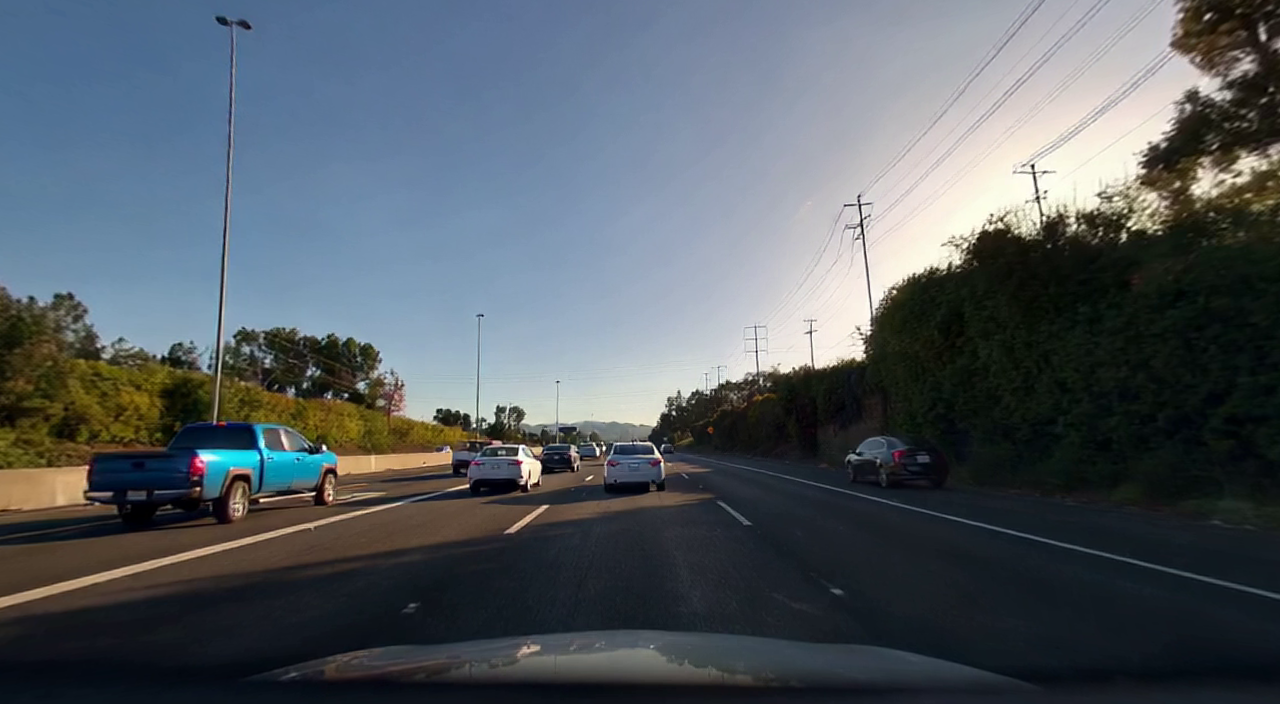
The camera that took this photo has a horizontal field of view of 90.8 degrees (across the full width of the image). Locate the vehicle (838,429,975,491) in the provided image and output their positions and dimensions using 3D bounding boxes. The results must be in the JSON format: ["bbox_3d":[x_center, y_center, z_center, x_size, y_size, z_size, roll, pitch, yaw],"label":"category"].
[{"bbox_3d":[8.107,3.326,19.811,2.205,1.701,4.601,0,-8,-1],"label":"vehicle"}]

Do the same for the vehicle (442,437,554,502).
[{"bbox_3d":[-3.491,2.958,16.348,1.899,1.437,4.131,0,-8,1],"label":"vehicle"}]

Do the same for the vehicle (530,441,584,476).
[{"bbox_3d":[-3.664,4.761,28.587,1.904,1.448,4.060,0,-8,0],"label":"vehicle"}]

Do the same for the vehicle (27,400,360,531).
[{"bbox_3d":[-7.874,2.086,12.208,2.194,1.922,5.637,-1,-8,1],"label":"vehicle"}]

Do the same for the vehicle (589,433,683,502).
[{"bbox_3d":[-0.117,2.909,16.389,2.102,1.499,4.439,0,-8,-1],"label":"vehicle"}]
